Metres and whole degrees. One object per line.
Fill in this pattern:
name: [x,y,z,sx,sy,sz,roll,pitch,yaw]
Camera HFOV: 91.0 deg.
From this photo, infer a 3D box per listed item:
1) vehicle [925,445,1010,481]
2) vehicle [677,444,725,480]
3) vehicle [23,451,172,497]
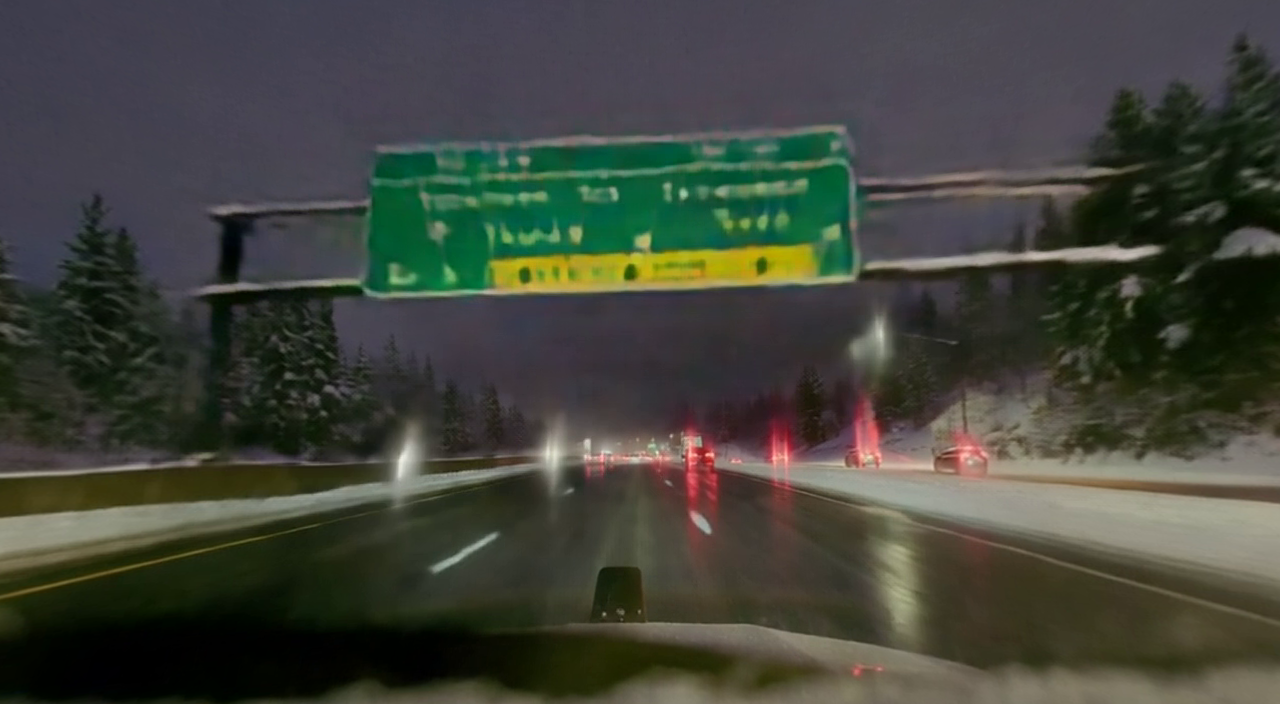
vehicle: [17.264,5.854,33.524,2.116,1.754,4.727,0,-9,2]
vehicle: [3.255,6.009,34.632,2.147,1.794,4.538,0,-9,0]
vehicle: [-22.974,5.146,27.009,2.057,1.759,4.861,0,-9,0]
